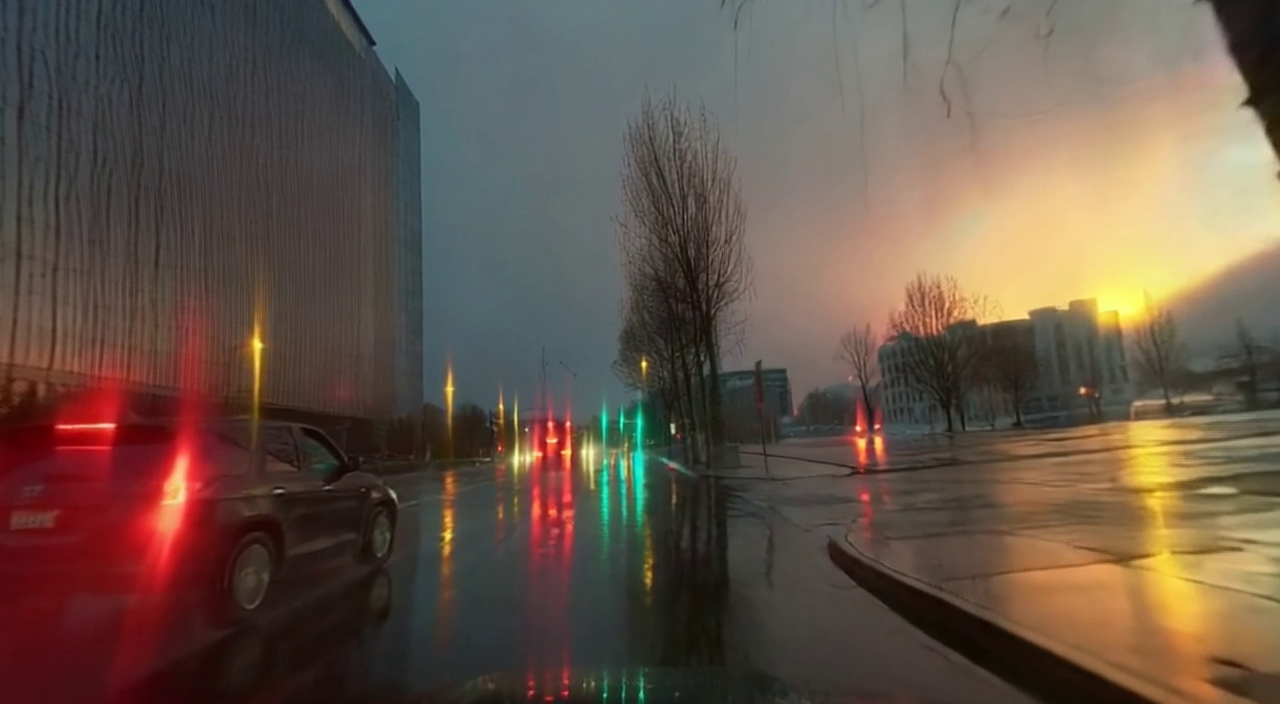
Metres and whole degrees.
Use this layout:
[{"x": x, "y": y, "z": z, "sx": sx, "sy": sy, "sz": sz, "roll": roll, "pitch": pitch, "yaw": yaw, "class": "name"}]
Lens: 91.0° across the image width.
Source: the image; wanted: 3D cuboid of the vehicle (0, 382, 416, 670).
[{"x": -4.181, "y": 1.401, "z": 6.210, "sx": 2.169, "sy": 1.741, "sz": 4.588, "roll": 0, "pitch": -9, "yaw": 1, "class": "vehicle"}]

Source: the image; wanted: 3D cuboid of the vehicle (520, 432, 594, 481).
[{"x": -3.408, "y": 4.439, "z": 26.967, "sx": 2.384, "sy": 1.849, "sz": 5.009, "roll": 0, "pitch": -9, "yaw": 1, "class": "vehicle"}]
